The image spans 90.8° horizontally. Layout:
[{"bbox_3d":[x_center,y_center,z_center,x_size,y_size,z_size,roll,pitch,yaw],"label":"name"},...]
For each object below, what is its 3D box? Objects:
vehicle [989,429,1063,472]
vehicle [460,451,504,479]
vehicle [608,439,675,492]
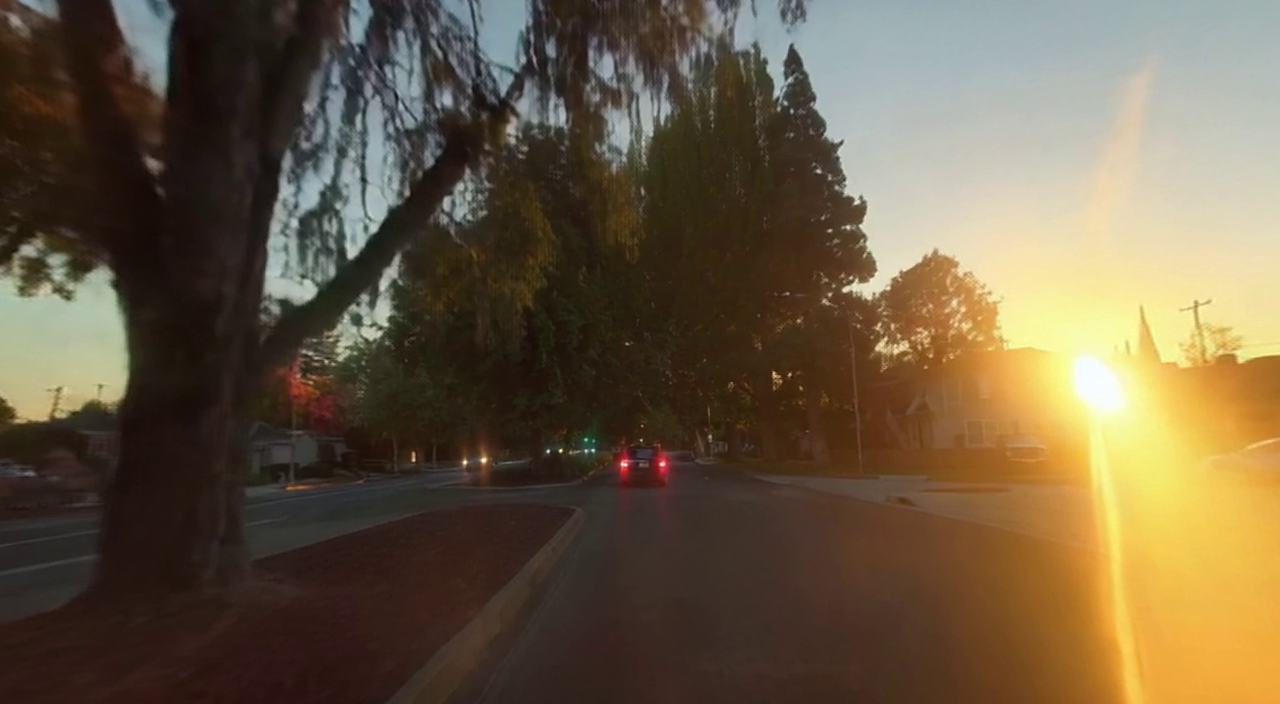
[{"bbox_3d":[17.853,4.505,29.102,2.128,1.771,4.721,-7,-11,39],"label":"vehicle"},{"bbox_3d":[-9.412,6.745,37.936,1.861,1.516,3.752,0,-8,-3],"label":"vehicle"},{"bbox_3d":[0.074,3.864,21.909,2.106,1.655,3.717,0,-8,1],"label":"vehicle"}]
